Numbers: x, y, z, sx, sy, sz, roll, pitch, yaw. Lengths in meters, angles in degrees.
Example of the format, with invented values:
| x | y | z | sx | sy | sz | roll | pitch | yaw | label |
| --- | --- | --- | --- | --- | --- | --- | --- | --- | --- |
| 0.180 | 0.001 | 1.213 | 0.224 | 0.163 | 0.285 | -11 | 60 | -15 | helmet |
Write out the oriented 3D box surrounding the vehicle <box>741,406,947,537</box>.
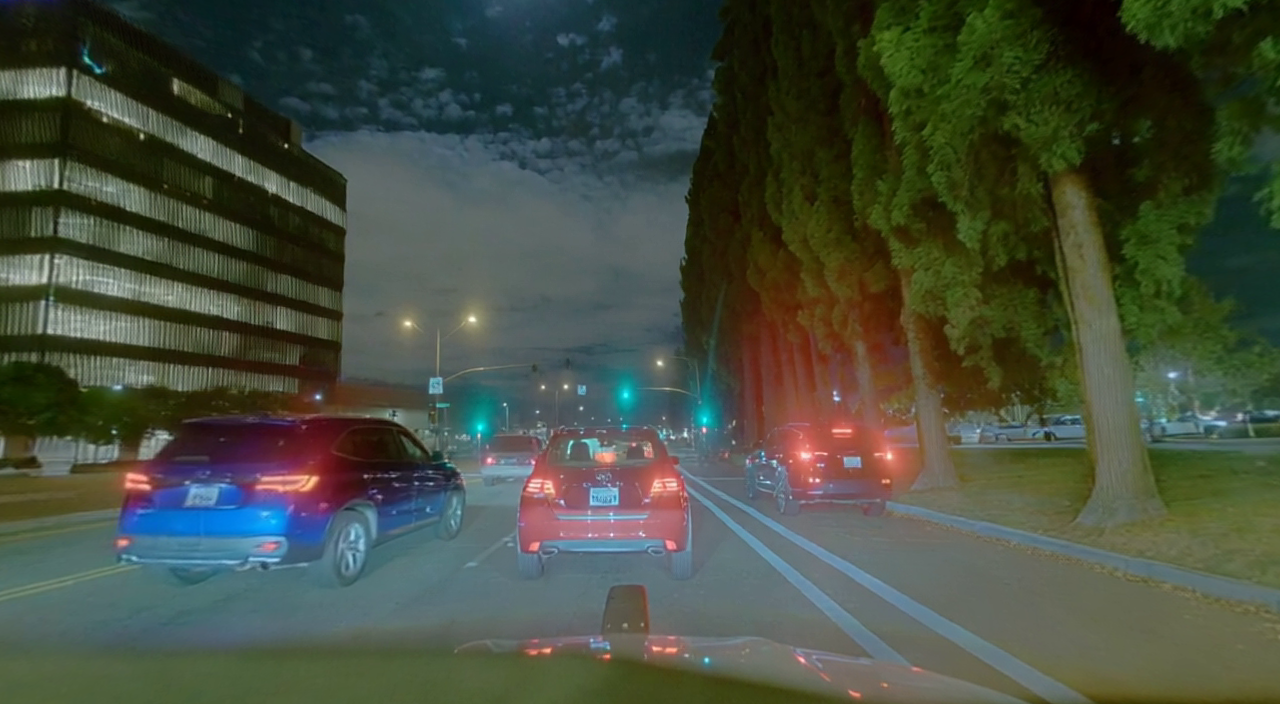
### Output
| x | y | z | sx | sy | sz | roll | pitch | yaw | label |
| --- | --- | --- | --- | --- | --- | --- | --- | --- | --- |
| 3.336 | 2.081 | 11.546 | 2.117 | 1.879 | 4.715 | 0 | -8 | -1 | vehicle |

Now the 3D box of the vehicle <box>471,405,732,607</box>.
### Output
| x | y | z | sx | sy | sz | roll | pitch | yaw | label |
| --- | --- | --- | --- | --- | --- | --- | --- | --- | --- |
| -0.356 | 1.584 | 7.431 | 2.114 | 1.631 | 4.459 | 0 | -8 | -1 | vehicle |

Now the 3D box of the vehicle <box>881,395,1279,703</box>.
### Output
| x | y | z | sx | sy | sz | roll | pitch | yaw | label |
| --- | --- | --- | --- | --- | --- | --- | --- | --- | --- |
| 3.239 | 1.069 | 3.425 | 2.045 | 1.459 | 4.462 | 0 | -8 | -1 | vehicle |

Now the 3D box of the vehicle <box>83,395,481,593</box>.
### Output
| x | y | z | sx | sy | sz | roll | pitch | yaw | label |
| --- | --- | --- | --- | --- | --- | --- | --- | --- | --- |
| -3.755 | 1.595 | 7.994 | 2.141 | 1.718 | 4.809 | 0 | -8 | 1 | vehicle |
